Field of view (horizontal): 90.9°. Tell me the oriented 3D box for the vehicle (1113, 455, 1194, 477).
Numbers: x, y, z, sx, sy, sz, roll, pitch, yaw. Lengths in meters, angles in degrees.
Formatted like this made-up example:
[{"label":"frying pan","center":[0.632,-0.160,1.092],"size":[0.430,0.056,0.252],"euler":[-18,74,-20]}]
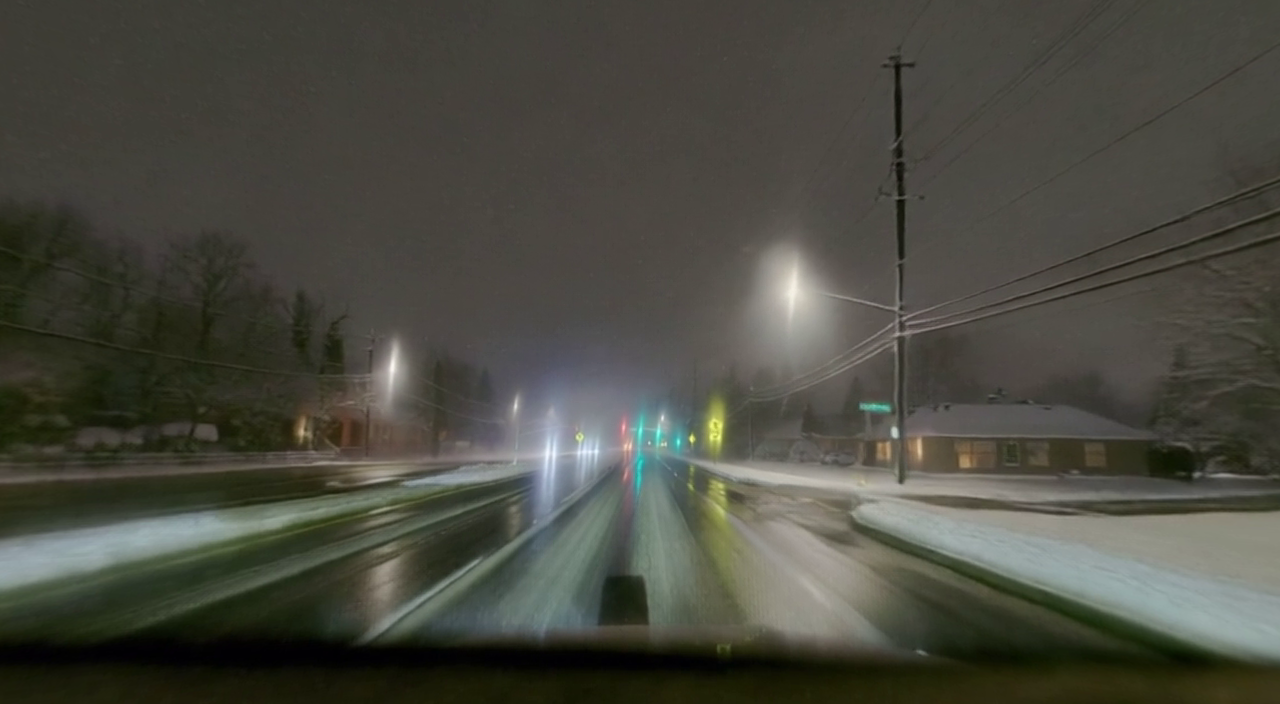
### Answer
[{"label":"vehicle","center":[37.052,8.213,45.480],"size":[4.681,1.488,1.954],"euler":[3,-11,-15]}]
